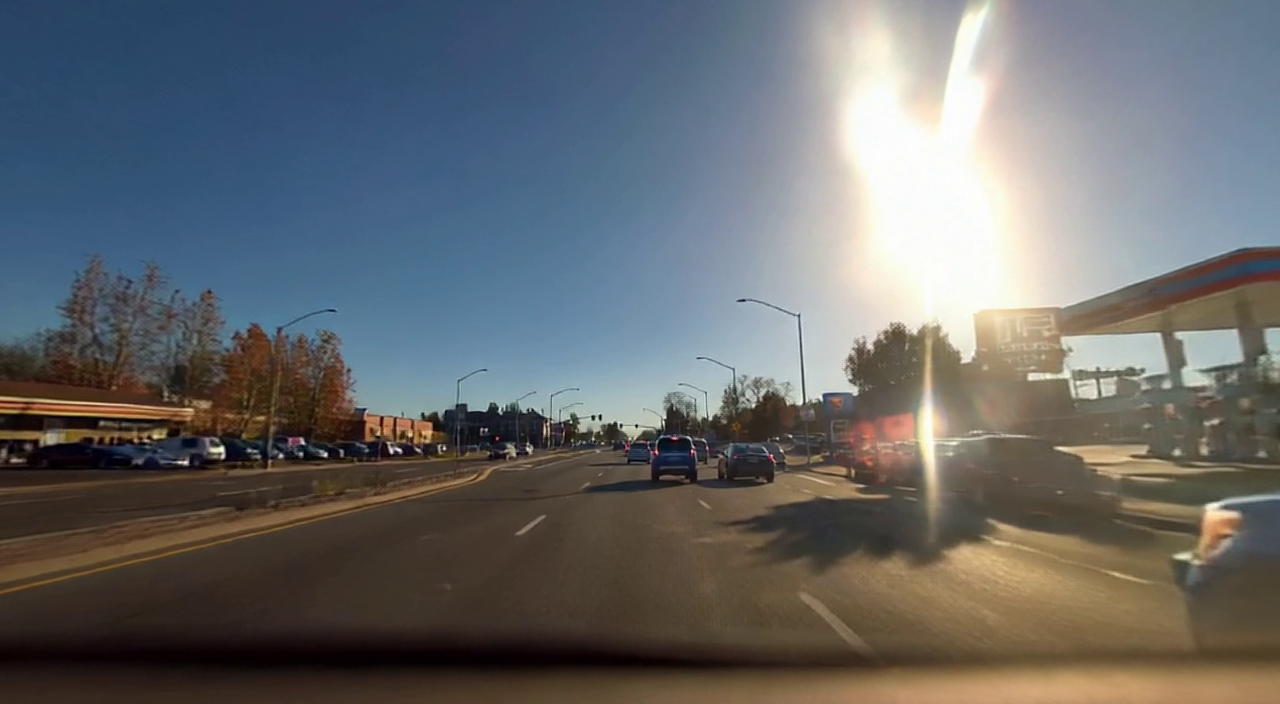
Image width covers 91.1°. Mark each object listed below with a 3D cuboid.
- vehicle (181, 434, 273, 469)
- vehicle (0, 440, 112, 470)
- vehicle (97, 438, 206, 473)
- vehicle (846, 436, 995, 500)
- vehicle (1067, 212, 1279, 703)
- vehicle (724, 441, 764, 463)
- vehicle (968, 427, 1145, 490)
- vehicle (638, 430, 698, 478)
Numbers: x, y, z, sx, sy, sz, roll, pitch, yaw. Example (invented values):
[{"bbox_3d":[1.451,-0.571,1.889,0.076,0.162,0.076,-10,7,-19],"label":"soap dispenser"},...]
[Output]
[{"bbox_3d":[-25.733,6.216,39.392,2.086,1.967,5.297,0,-9,1],"label":"vehicle"},{"bbox_3d":[-31.600,5.545,34.073,1.920,1.446,4.448,-2,-8,2],"label":"vehicle"},{"bbox_3d":[-26.246,5.576,33.957,1.922,1.755,4.511,-1,-9,6],"label":"vehicle"},{"bbox_3d":[7.334,3.063,17.053,1.818,1.459,4.806,0,-9,0],"label":"vehicle"},{"bbox_3d":[2.997,0.346,0.285,2.246,1.963,4.777,0,-8,1],"label":"vehicle"},{"bbox_3d":[7.418,7.152,45.134,2.055,1.508,4.782,0,-8,0],"label":"vehicle"},{"bbox_3d":[12.680,3.276,19.615,2.019,1.711,4.862,1,-9,-3],"label":"vehicle"},{"bbox_3d":[1.141,4.352,26.987,2.317,1.857,5.150,0,-8,1],"label":"vehicle"}]
